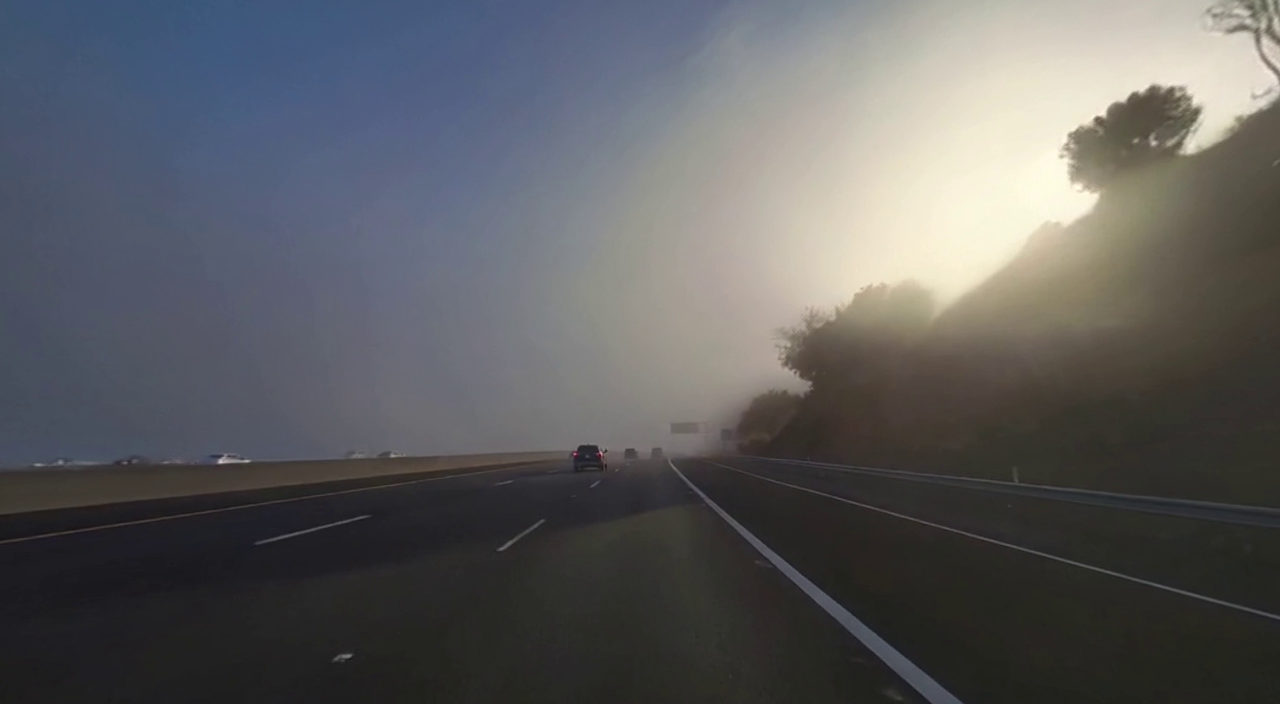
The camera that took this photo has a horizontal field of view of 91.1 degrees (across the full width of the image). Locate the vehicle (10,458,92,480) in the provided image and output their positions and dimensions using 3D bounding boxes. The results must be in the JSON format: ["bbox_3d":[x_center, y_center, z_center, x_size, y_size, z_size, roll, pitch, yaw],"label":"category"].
[{"bbox_3d":[-46.646,9.245,49.889,1.860,1.513,4.698,-1,-9,2],"label":"vehicle"}]

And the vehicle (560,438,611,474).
[{"bbox_3d":[-3.107,6.072,36.880,2.413,1.896,5.218,-1,-9,1],"label":"vehicle"}]

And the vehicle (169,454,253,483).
[{"bbox_3d":[-27.190,7.387,40.032,2.016,1.671,4.537,-1,-9,2],"label":"vehicle"}]
